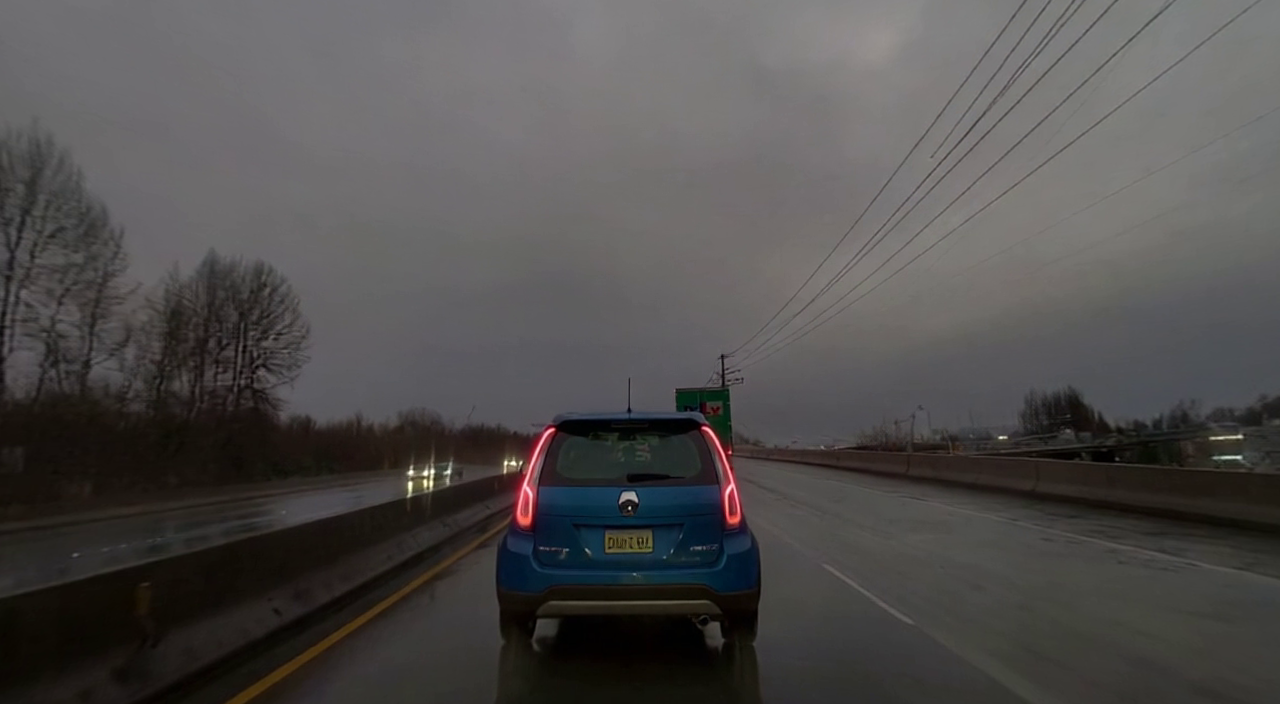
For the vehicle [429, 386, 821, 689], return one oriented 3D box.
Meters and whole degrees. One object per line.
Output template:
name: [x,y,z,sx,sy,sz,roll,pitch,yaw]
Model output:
vehicle: [-0.134,1.243,5.355,2.062,1.581,3.914,0,-8,-2]
